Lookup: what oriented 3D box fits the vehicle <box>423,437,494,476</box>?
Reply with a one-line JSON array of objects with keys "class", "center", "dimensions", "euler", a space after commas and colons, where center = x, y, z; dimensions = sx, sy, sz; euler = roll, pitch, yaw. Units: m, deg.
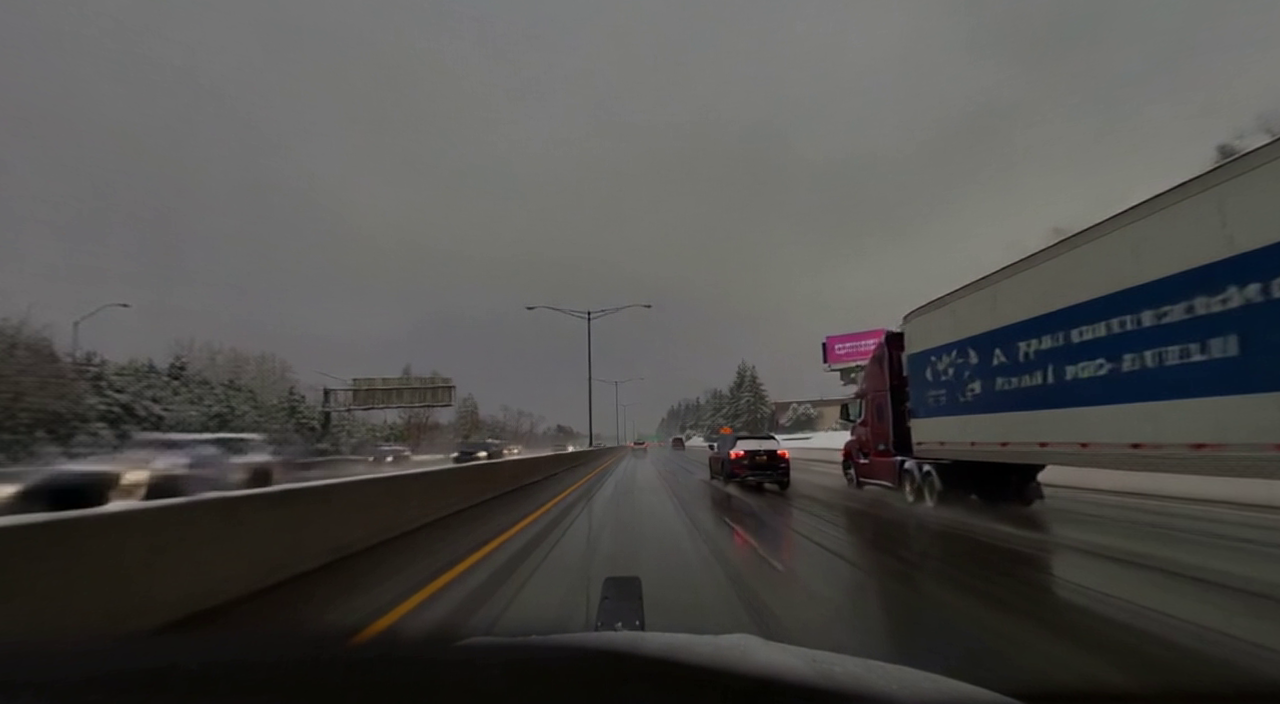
[{"class": "vehicle", "center": [-7.344, 4.281, 25.954], "dimensions": [1.808, 1.468, 3.541], "euler": [0, -9, 1]}]

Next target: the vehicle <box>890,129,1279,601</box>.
[{"class": "vehicle", "center": [6.994, 0.225, 6.269], "dimensions": [2.864, 4.060, 14.637], "euler": [0, -9, -1]}]

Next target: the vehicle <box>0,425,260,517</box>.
[{"class": "vehicle", "center": [-10.979, 2.531, 13.956], "dimensions": [2.018, 1.637, 5.003], "euler": [0, -9, 0]}]

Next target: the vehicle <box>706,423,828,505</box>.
[{"class": "vehicle", "center": [2.906, 2.688, 15.555], "dimensions": [1.973, 1.710, 4.476], "euler": [0, -9, -1]}]
